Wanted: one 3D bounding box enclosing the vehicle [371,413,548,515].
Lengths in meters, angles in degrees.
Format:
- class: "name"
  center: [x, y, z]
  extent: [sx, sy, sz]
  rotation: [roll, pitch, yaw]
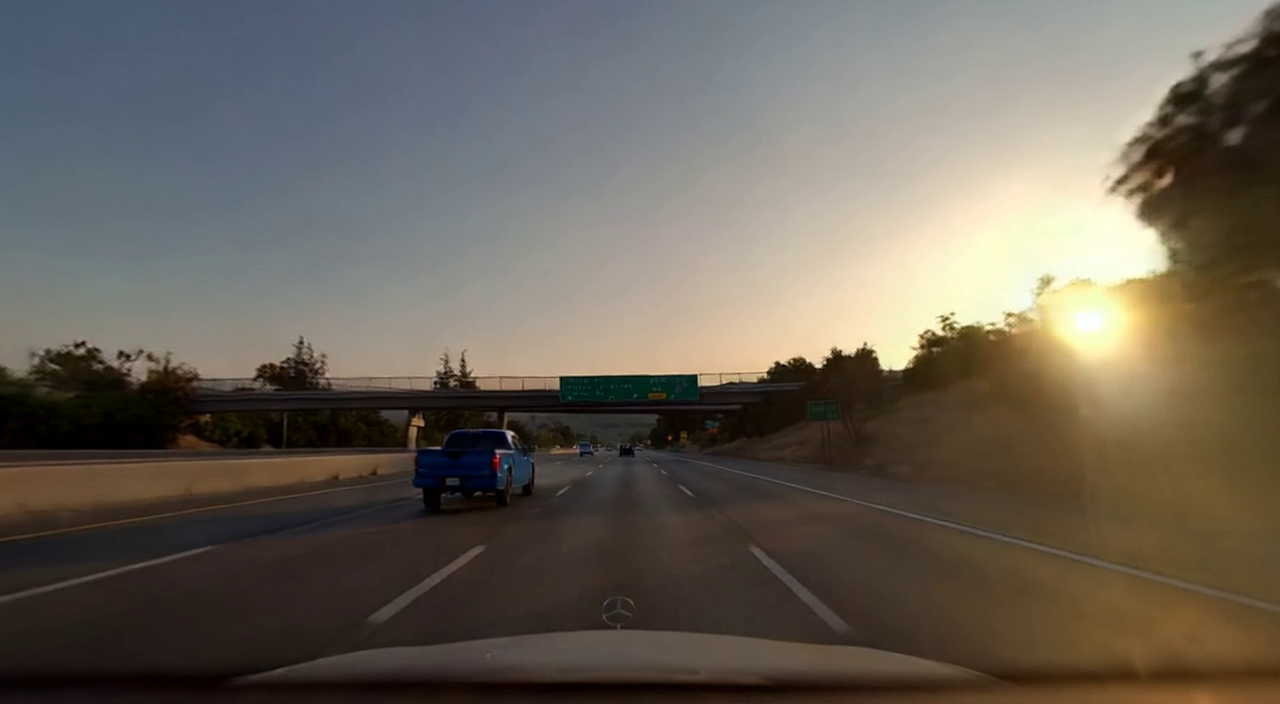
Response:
- class: "vehicle"
  center: [-4.011, 2.655, 15.555]
  extent: [2.529, 2.003, 5.904]
  rotation: [0, -8, 1]
